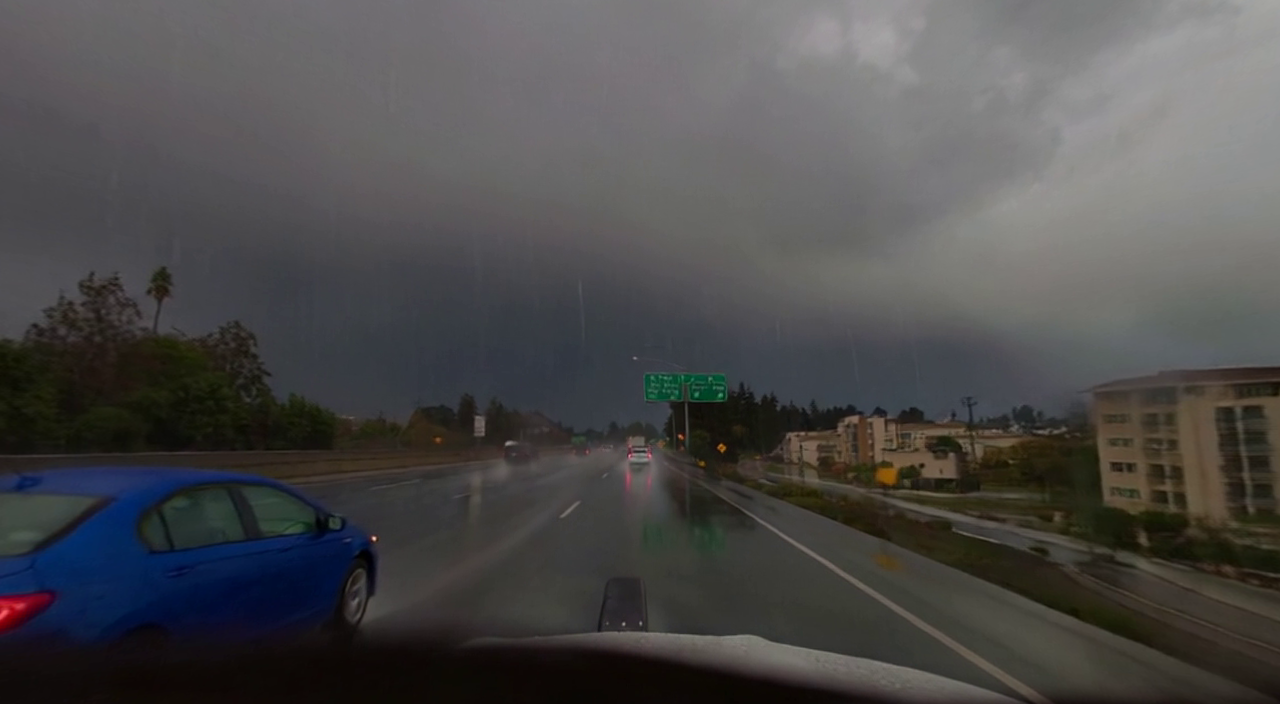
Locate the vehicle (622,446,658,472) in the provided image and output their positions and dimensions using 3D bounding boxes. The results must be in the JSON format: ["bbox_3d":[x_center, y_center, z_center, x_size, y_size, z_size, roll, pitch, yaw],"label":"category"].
[{"bbox_3d":[0.003,6.312,37.454,2.051,1.443,3.770,0,-8,0],"label":"vehicle"}]

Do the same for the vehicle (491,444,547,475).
[{"bbox_3d":[-6.404,5.703,33.787,2.075,1.528,4.327,0,-8,1],"label":"vehicle"}]
